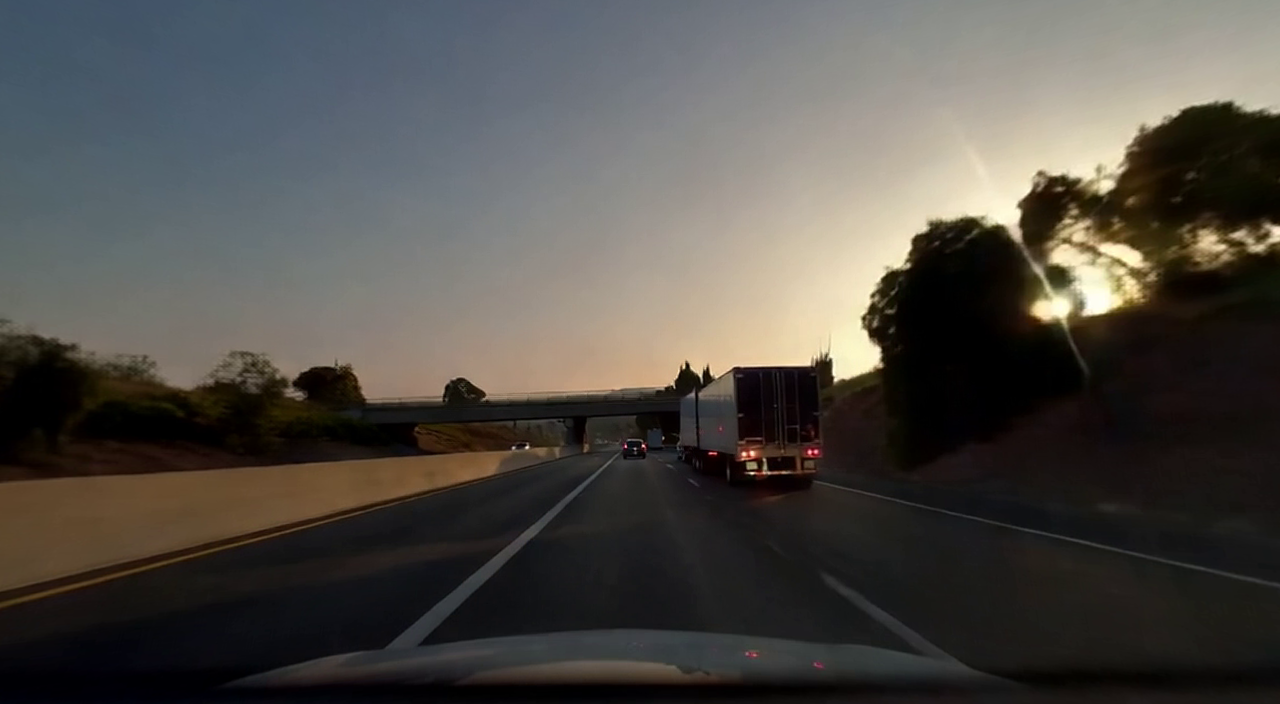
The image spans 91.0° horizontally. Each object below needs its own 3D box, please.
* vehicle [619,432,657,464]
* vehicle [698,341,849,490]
[{"bbox_3d":[-0.188,6.628,43.564,2.456,2.007,4.728,0,-8,-1],"label":"vehicle"},{"bbox_3d":[3.929,2.274,21.108,2.967,3.961,8.660,0,-8,-1],"label":"vehicle"}]
